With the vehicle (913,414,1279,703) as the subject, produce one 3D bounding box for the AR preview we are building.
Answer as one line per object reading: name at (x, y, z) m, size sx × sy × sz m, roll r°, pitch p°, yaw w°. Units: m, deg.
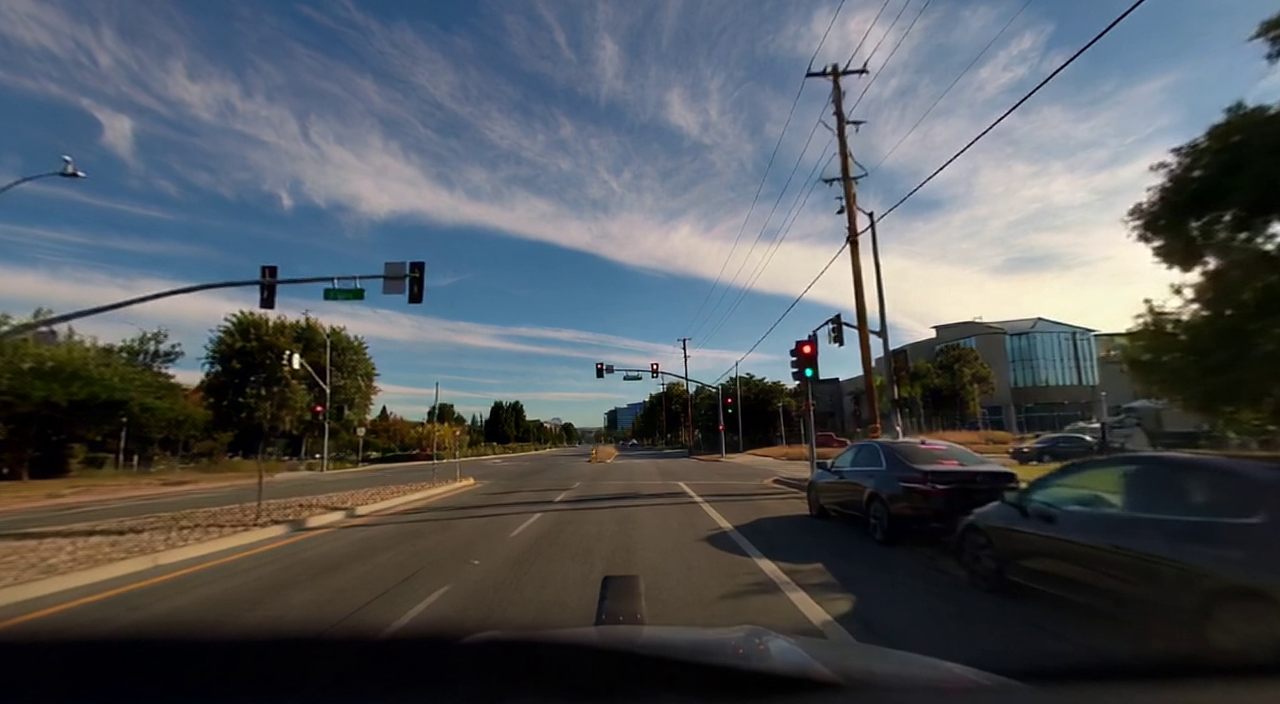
vehicle at (3.961, 1.264, 4.634) m, size 1.833 × 1.444 × 4.589 m, roll 0°, pitch -8°, yaw 0°
